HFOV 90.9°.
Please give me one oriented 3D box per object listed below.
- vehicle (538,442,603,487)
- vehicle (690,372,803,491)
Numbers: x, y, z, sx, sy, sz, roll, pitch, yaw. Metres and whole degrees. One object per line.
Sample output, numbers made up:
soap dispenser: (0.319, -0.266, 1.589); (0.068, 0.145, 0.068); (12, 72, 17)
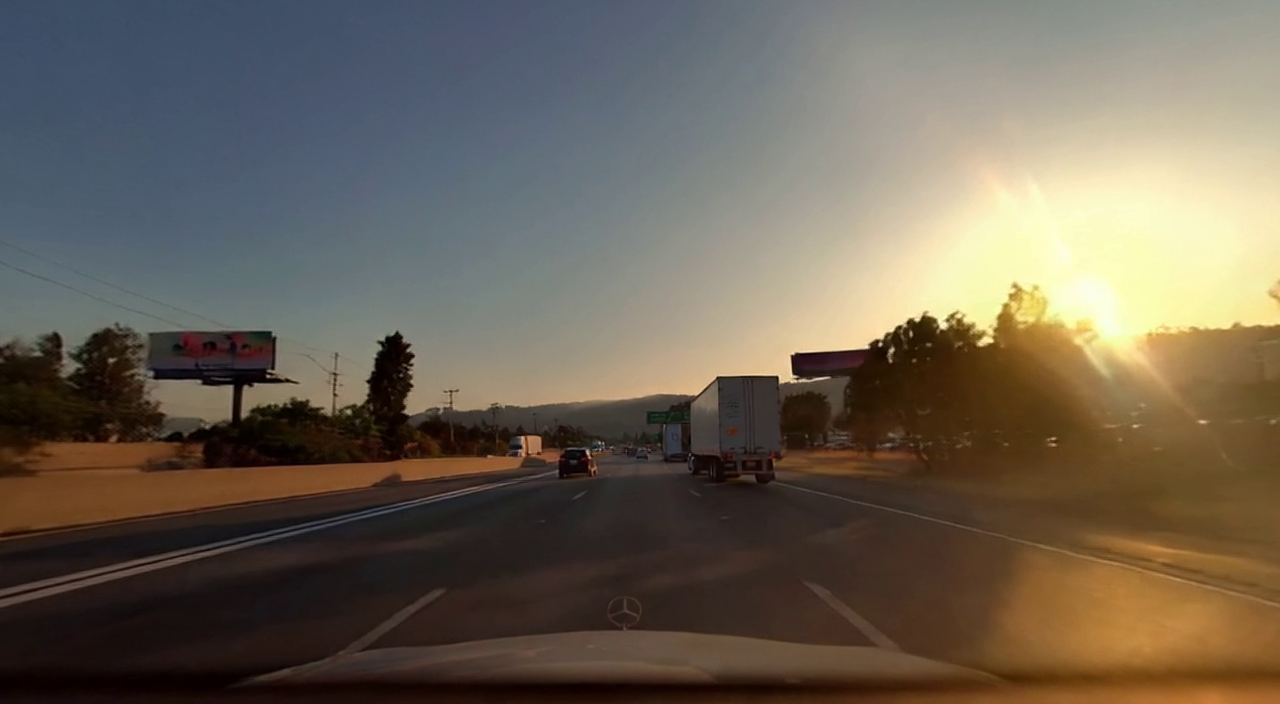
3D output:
vehicle: (-2.989, 4.969, 28.224); (2.291, 1.788, 4.825); (0, -9, 1)
vehicle: (4.382, 3.913, 29.701); (2.826, 4.269, 14.176); (0, -9, 0)
